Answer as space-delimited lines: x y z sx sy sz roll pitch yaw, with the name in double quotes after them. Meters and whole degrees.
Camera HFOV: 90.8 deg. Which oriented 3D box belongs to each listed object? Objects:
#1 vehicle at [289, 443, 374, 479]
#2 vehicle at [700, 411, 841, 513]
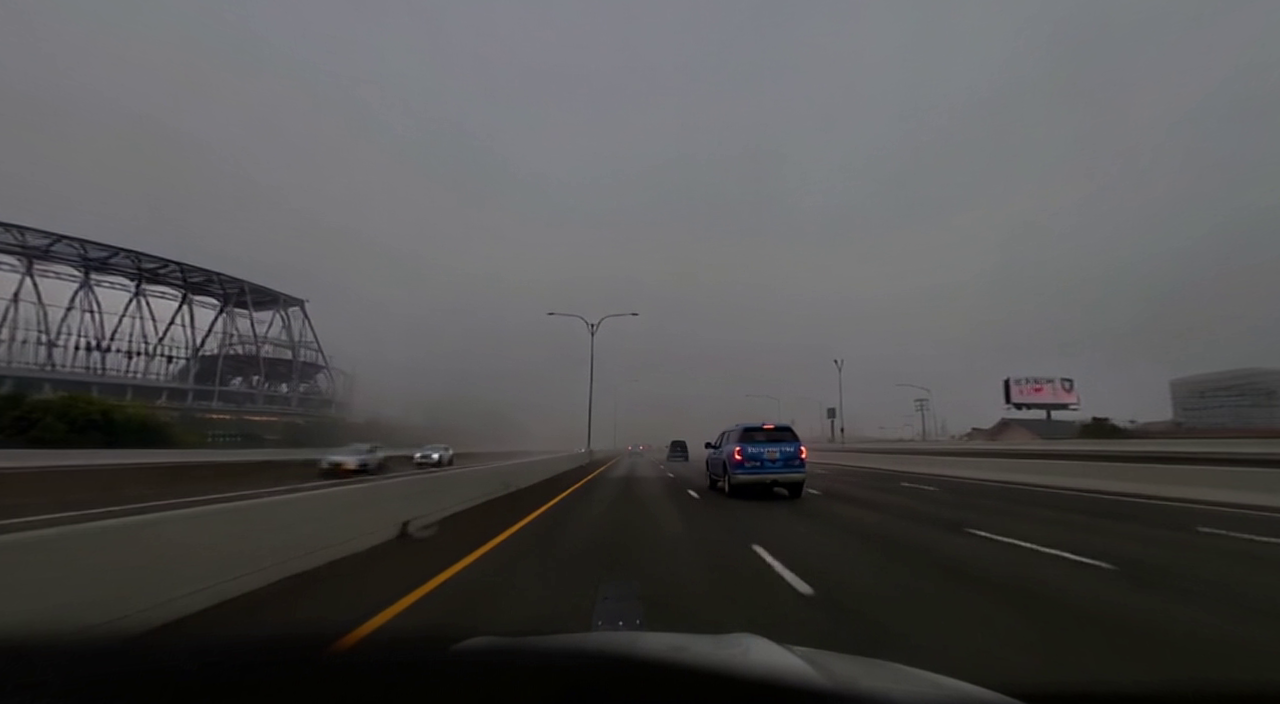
-14.894 5.246 30.785 1.905 1.599 4.490 0 -9 -1 "vehicle"
2.824 2.544 15.059 2.199 2.002 4.970 0 -9 -1 "vehicle"
